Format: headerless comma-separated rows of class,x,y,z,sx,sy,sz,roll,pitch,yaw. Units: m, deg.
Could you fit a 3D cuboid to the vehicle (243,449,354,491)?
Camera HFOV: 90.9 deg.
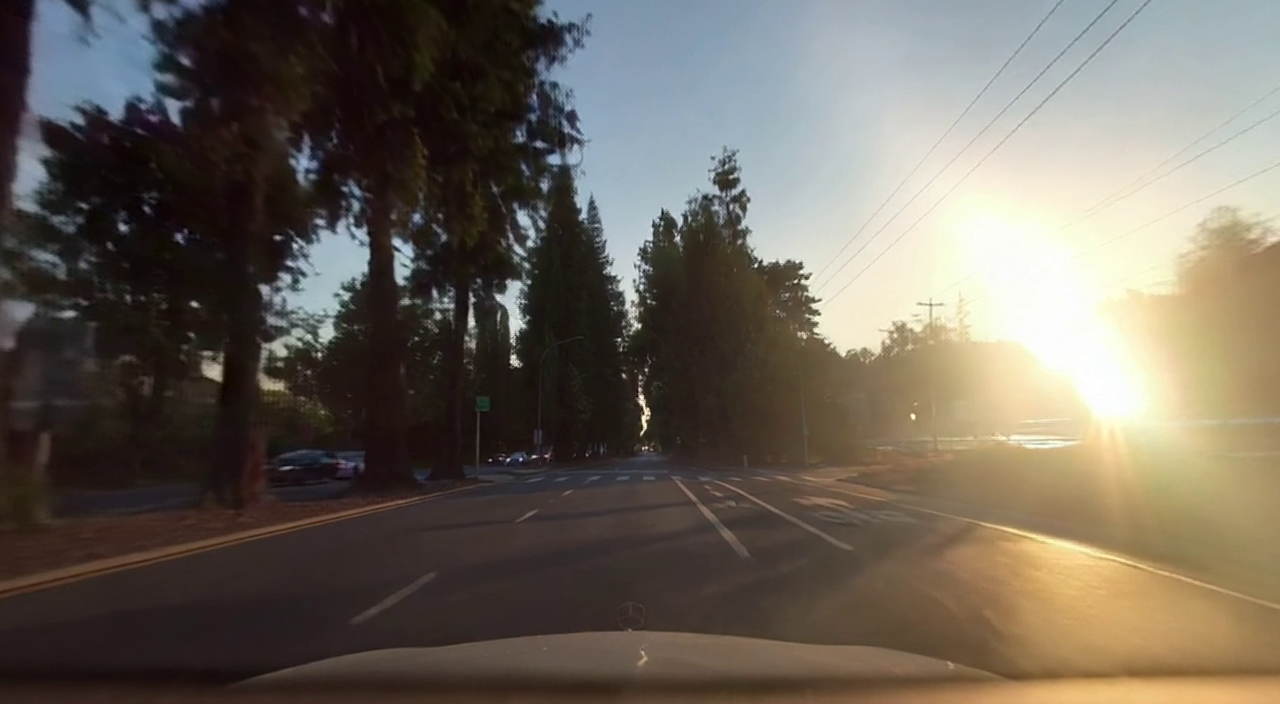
vehicle,-13.618,4.708,25.483,1.883,1.484,4.464,0,-8,1
